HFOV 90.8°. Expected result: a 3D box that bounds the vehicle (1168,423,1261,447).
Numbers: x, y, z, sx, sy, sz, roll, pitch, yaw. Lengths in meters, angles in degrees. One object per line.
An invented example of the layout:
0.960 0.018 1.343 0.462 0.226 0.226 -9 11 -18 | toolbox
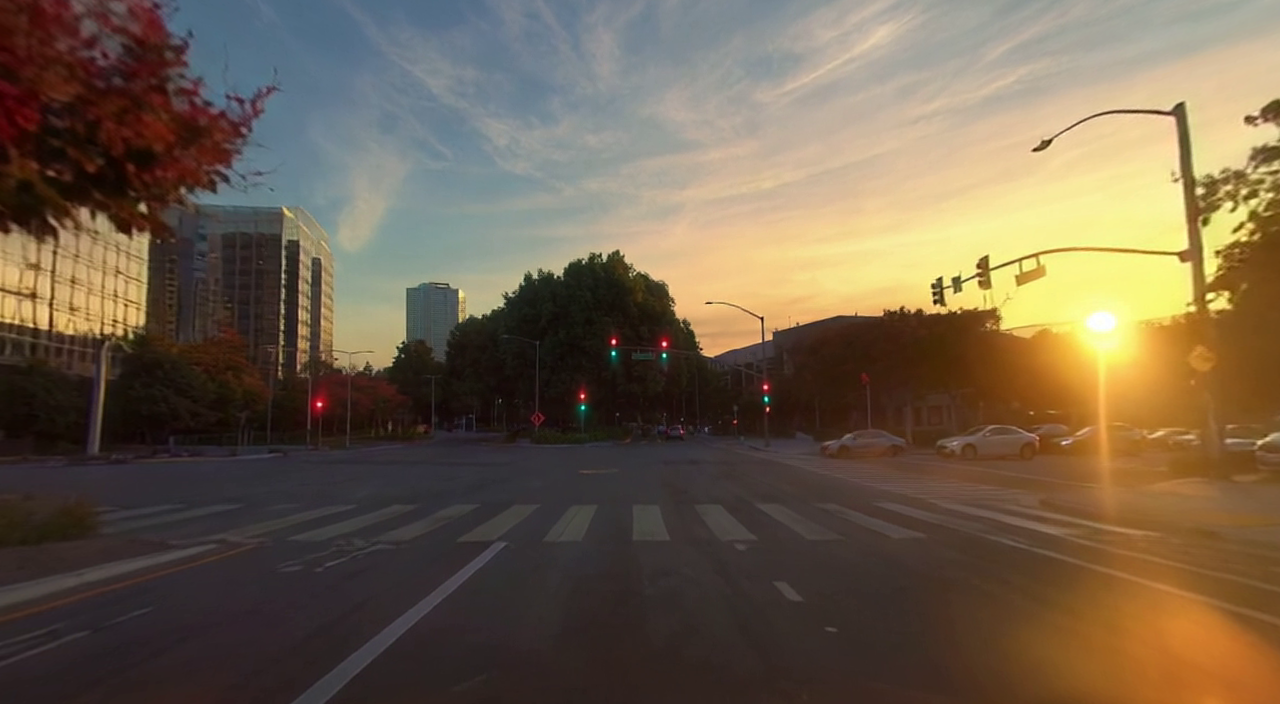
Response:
42.230 6.142 46.654 2.037 1.614 5.175 -1 -8 1 | vehicle

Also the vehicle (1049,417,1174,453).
23.775 4.207 32.004 4.571 1.698 1.977 -1 -8 3 | vehicle

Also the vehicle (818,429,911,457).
11.209 4.584 31.788 4.046 1.306 1.719 -1 -8 5 | vehicle

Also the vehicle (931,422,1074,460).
15.219 3.746 26.703 4.916 1.504 1.846 0 -8 -2 | vehicle
